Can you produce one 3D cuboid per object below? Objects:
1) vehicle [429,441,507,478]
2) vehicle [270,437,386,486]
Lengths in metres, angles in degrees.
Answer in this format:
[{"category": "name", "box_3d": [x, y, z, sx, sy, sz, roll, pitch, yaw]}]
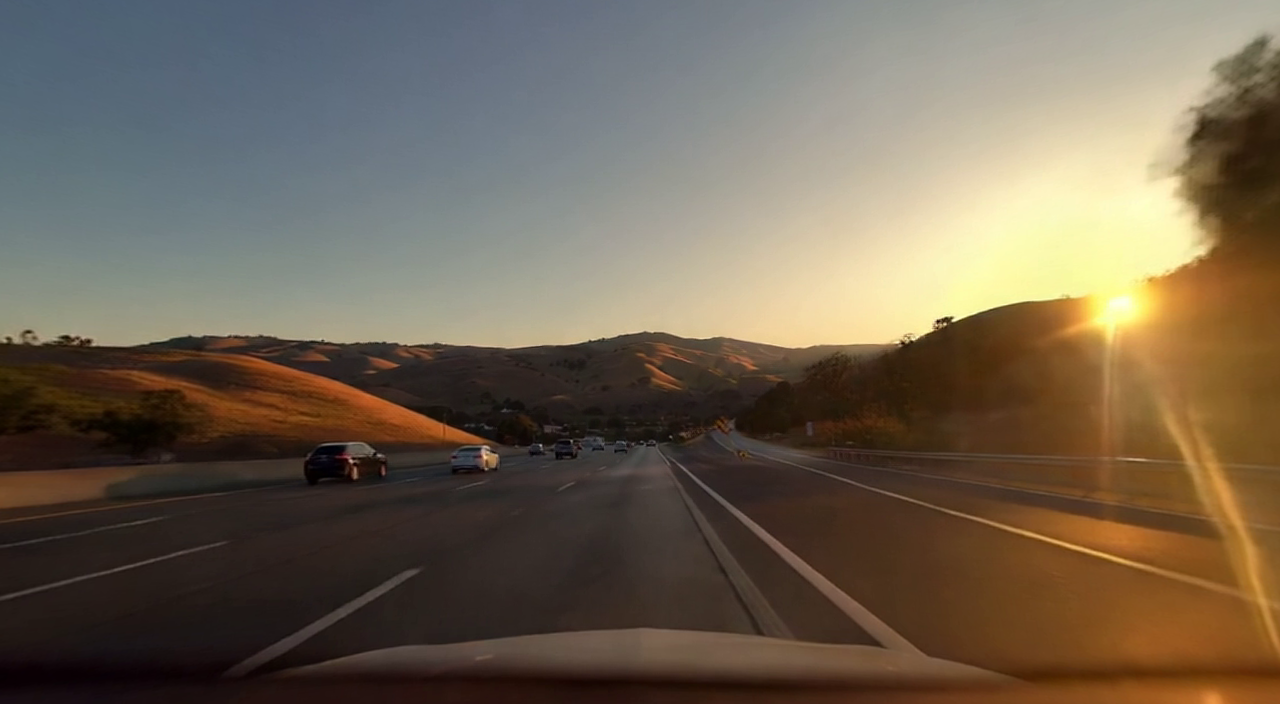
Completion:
[{"category": "vehicle", "box_3d": [-7.477, 4.698, 27.944, 2.107, 1.484, 4.449, -1, -8, 1]}, {"category": "vehicle", "box_3d": [-11.649, 4.096, 23.989, 2.020, 1.645, 4.629, 0, -8, 1]}]
